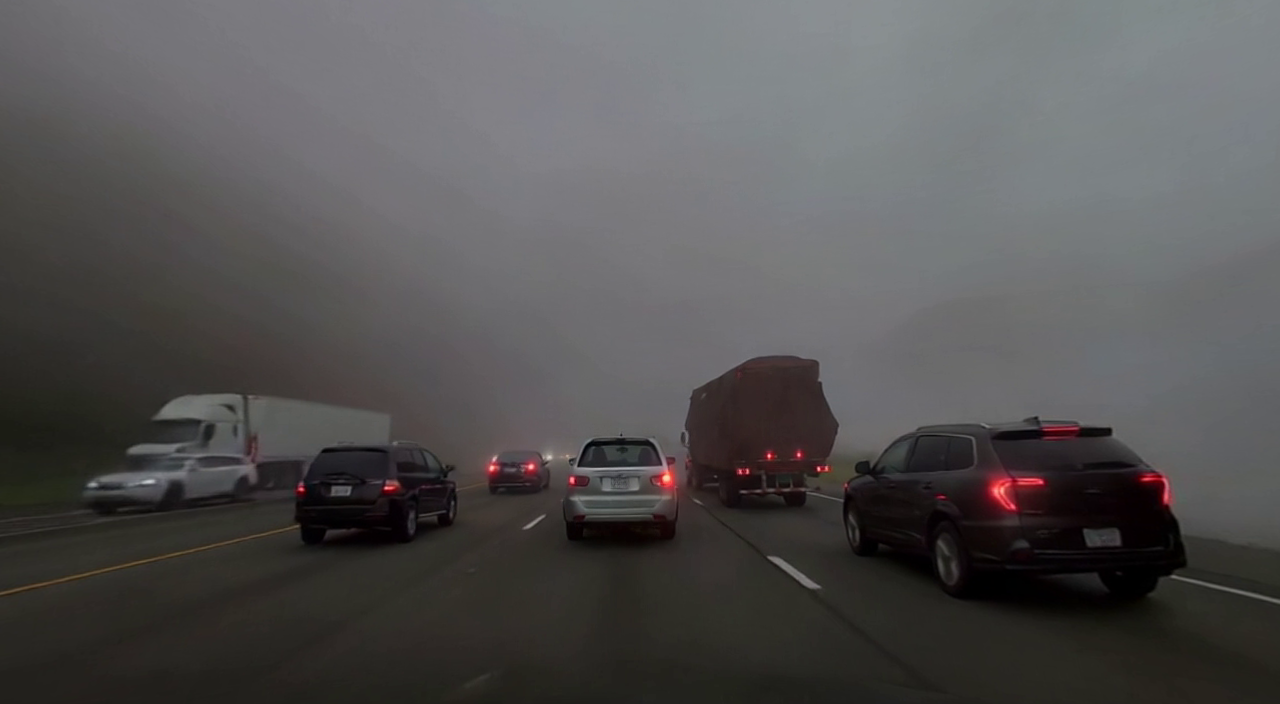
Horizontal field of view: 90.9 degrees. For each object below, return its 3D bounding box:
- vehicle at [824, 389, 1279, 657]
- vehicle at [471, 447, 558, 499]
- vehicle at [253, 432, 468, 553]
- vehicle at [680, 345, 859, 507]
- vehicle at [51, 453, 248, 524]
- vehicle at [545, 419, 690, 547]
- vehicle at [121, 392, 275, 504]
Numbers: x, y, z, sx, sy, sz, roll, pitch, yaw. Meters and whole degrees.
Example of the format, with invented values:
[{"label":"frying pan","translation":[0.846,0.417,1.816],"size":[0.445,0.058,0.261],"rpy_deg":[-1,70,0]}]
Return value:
[{"label":"vehicle","translation":[3.693,1.485,6.560],"size":[2.076,1.751,4.666],"rpy_deg":[0,-9,-1]},{"label":"vehicle","translation":[-3.972,3.893,20.630],"size":[1.923,1.503,4.293],"rpy_deg":[0,-9,0]},{"label":"vehicle","translation":[-4.327,2.219,10.544],"size":[1.789,1.620,3.841],"rpy_deg":[0,-9,0]},{"label":"vehicle","translation":[3.769,3.041,23.781],"size":[3.186,4.111,15.553],"rpy_deg":[0,-9,-1]},{"label":"vehicle","translation":[-12.394,3.422,16.311],"size":[2.065,1.565,3.728],"rpy_deg":[0,-9,0]},{"label":"vehicle","translation":[-0.327,2.192,11.105],"size":[2.037,1.792,4.194],"rpy_deg":[0,-9,0]},{"label":"vehicle","translation":[-16.856,3.700,24.428],"size":[2.741,3.929,4.071],"rpy_deg":[0,-9,0]}]
